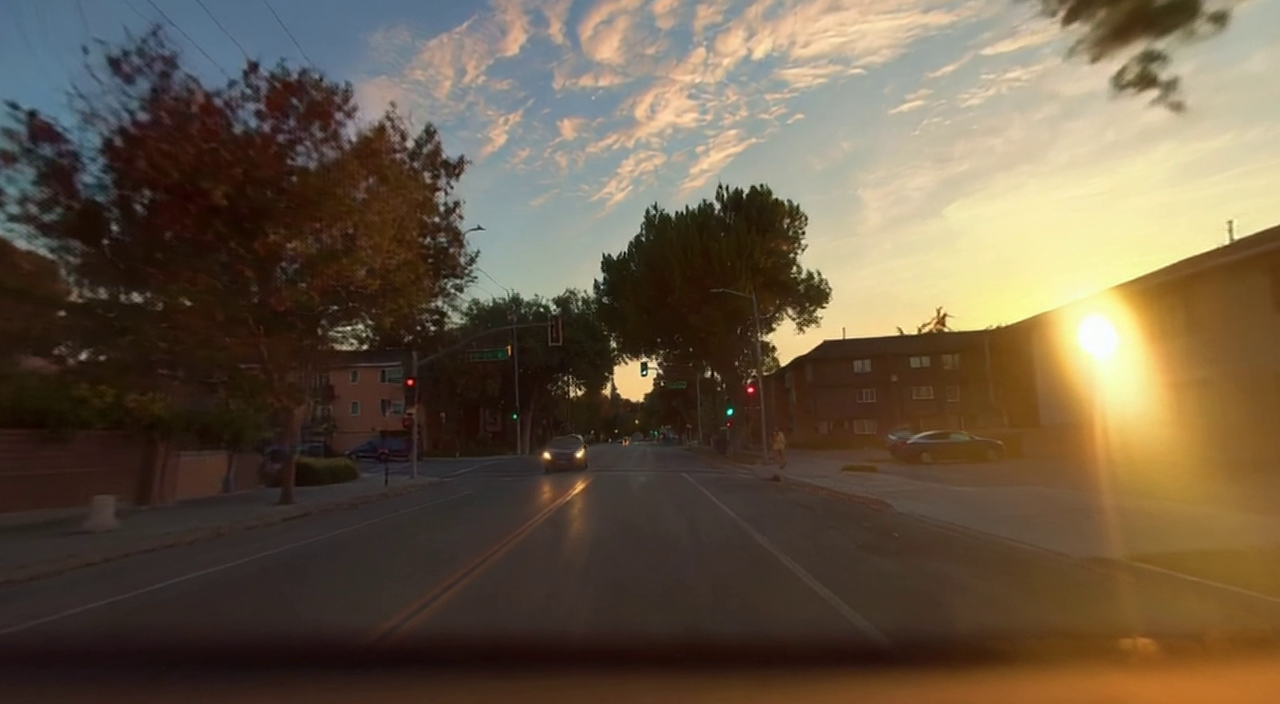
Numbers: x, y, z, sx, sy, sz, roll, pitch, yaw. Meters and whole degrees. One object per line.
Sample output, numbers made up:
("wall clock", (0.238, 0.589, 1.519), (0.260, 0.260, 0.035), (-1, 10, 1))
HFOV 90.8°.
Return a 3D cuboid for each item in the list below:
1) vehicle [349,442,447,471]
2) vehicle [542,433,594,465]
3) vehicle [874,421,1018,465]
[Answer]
("vehicle", (-12.287, 5.320, 32.220), (4.135, 1.424, 1.945), (-1, -8, 6))
("vehicle", (-3.606, 4.977, 32.449), (2.015, 1.508, 4.353), (-1, -8, 2))
("vehicle", (12.697, 3.801, 26.404), (4.908, 1.521, 2.108), (-2, -8, -5))
